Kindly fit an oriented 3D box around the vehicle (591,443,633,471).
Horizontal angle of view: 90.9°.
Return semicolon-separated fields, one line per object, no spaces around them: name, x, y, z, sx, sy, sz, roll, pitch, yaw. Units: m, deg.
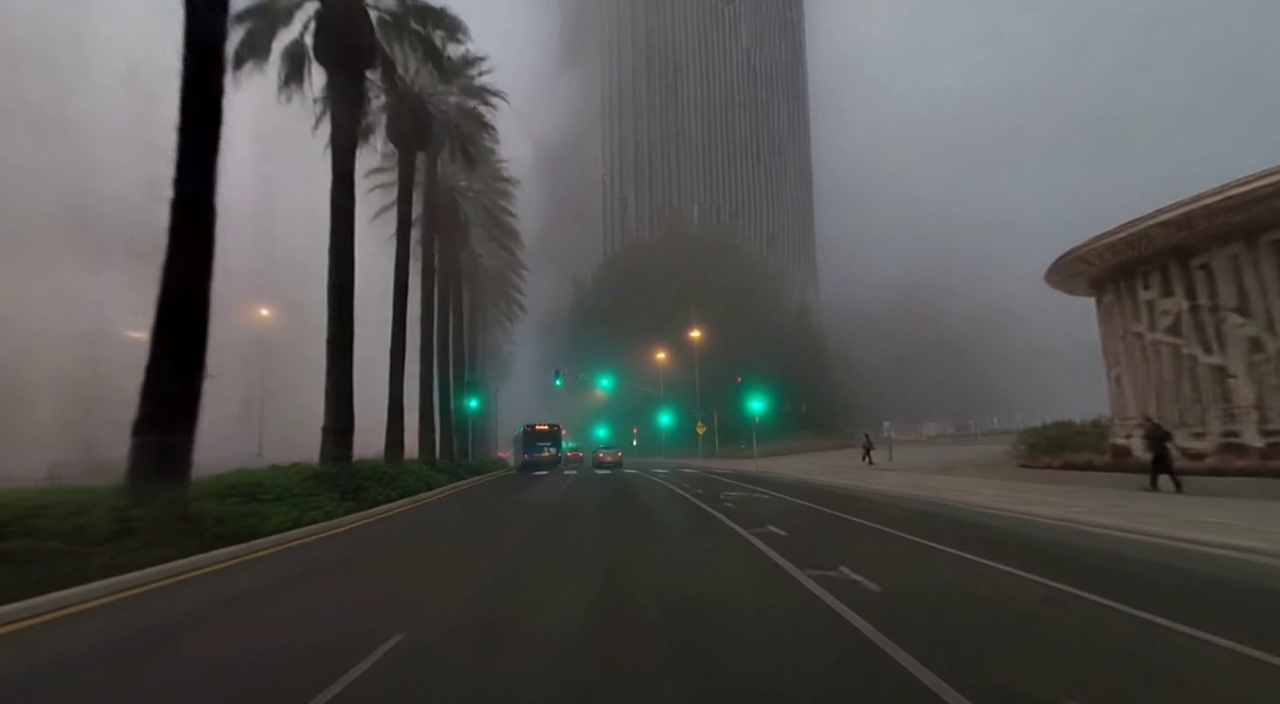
vehicle;-1.660;5.991;36.199;2.107;1.481;4.097;1;-8;-7

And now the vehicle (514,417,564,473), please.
vehicle;-6.089;5.761;38.972;2.678;3.042;8.474;1;-8;-7
